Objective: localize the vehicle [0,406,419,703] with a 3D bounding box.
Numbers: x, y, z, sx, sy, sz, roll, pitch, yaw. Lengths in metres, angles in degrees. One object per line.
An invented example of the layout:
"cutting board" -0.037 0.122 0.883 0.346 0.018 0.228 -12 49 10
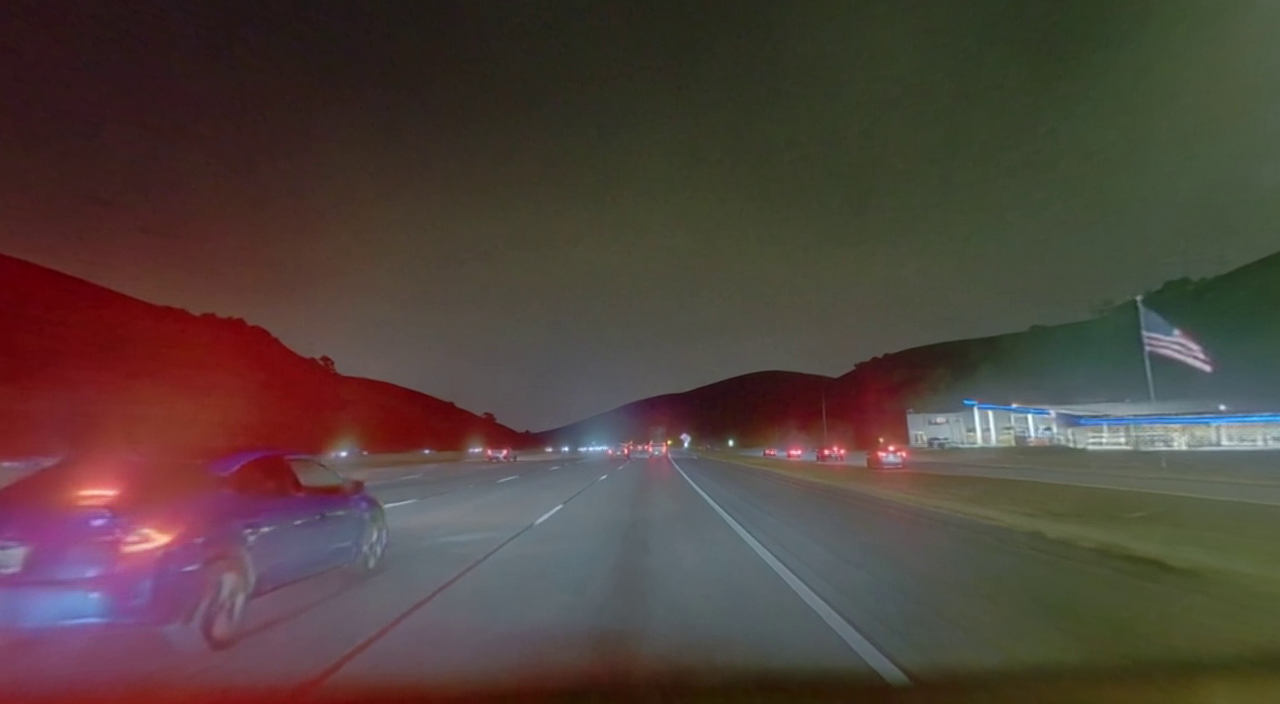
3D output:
"vehicle" -3.477 1.301 4.991 1.896 1.491 4.146 0 -8 1

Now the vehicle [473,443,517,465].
"vehicle" -10.228 7.202 44.792 1.927 1.454 4.395 -1 -8 3
